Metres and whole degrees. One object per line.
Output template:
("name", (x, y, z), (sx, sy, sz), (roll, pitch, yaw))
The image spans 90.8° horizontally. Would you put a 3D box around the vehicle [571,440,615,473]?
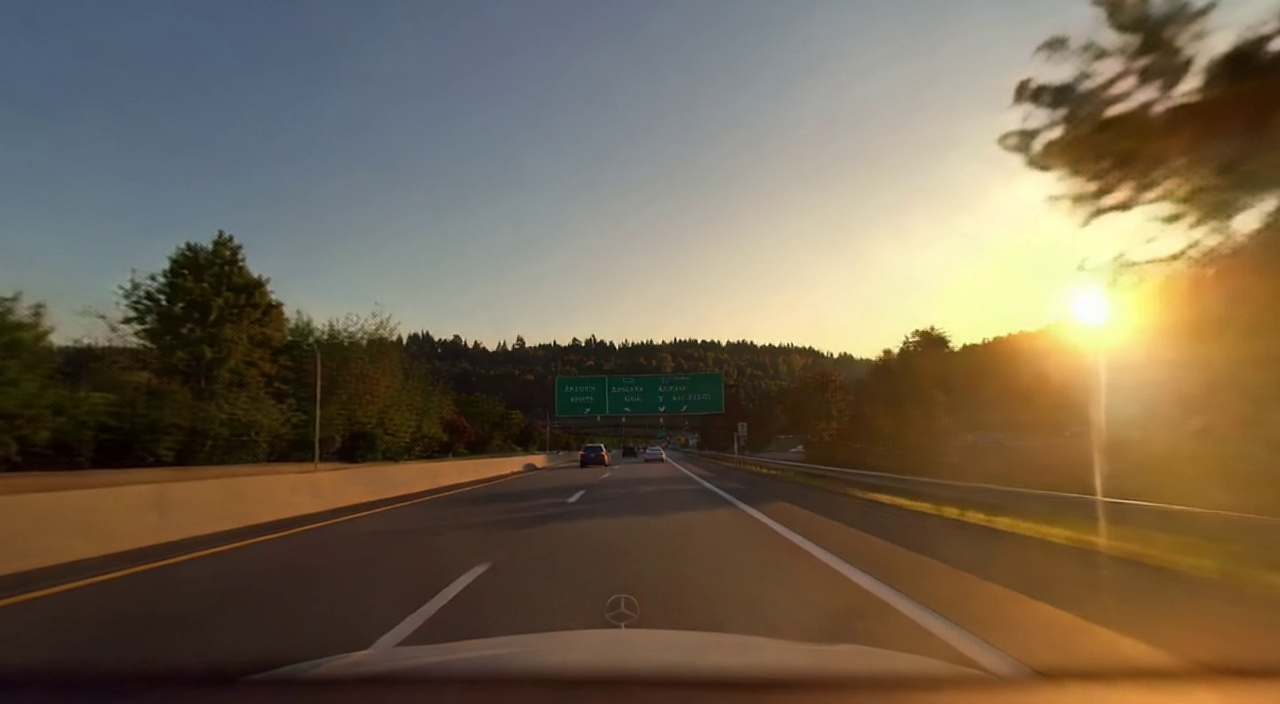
("vehicle", (-2.702, 6.145, 37.291), (2.143, 1.853, 4.123), (0, -9, 2))
